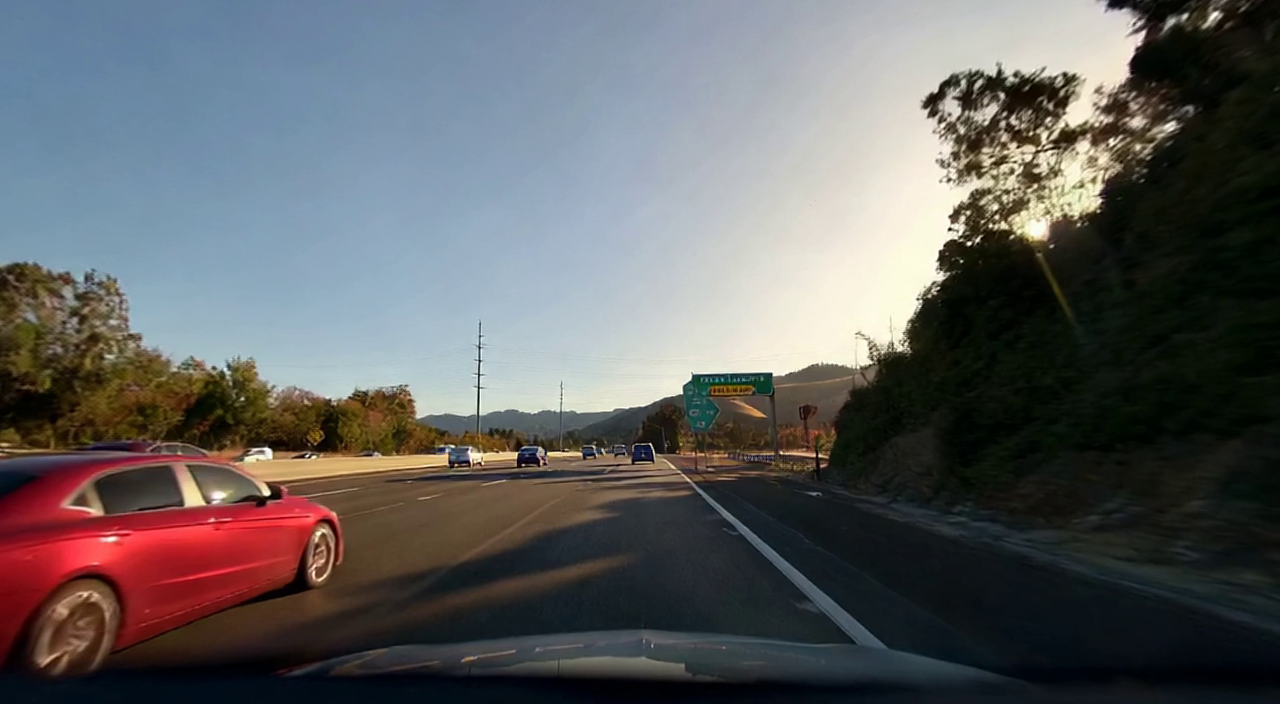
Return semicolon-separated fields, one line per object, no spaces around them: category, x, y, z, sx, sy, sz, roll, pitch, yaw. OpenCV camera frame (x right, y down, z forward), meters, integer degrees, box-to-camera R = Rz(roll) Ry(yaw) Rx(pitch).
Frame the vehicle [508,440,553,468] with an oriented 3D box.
vehicle;-7.224;6.778;42.101;2.091;1.775;4.601;0;-8;1

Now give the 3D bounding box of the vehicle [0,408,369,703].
vehicle;-3.545;1.135;3.461;1.967;1.517;4.808;0;-8;0

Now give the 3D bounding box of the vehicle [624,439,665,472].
vehicle;0.242;5.851;35.945;2.194;1.737;4.127;0;-8;-1

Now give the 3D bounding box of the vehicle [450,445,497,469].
vehicle;-11.126;7.033;42.494;1.938;1.480;4.329;0;-8;1
